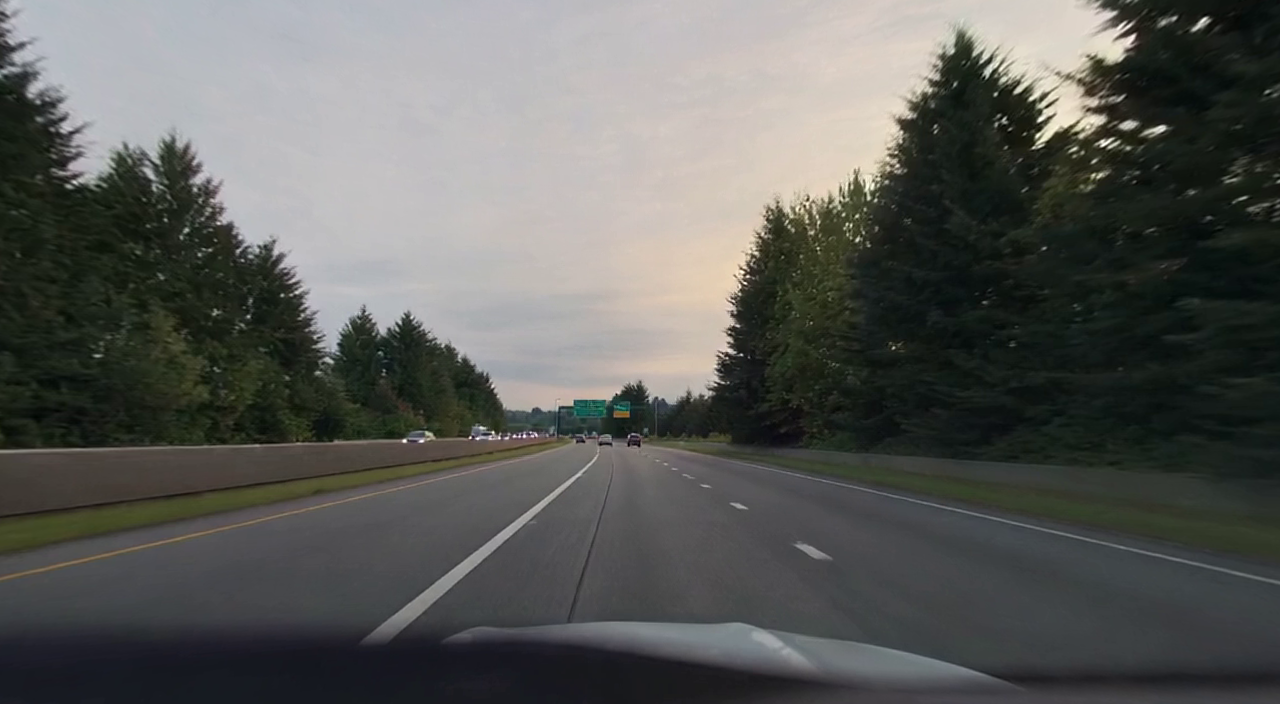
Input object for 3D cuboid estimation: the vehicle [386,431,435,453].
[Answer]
[{"bbox_3d":[-16.436,6.489,45.390,1.951,1.470,4.535,0,-8,-1],"label":"vehicle"}]
